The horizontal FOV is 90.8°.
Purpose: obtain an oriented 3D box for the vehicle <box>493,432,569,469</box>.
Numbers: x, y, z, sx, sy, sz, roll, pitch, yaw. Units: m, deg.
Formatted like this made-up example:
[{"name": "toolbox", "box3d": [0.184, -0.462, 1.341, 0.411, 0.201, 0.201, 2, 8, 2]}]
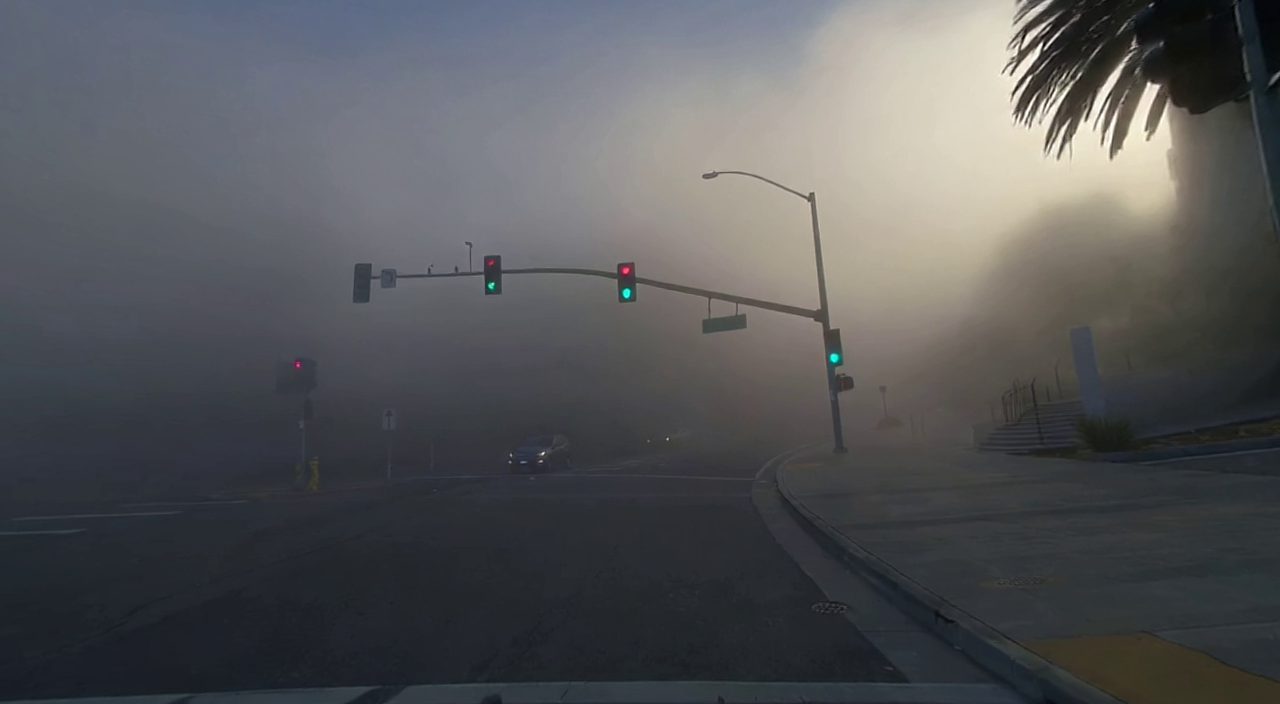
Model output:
[{"name": "vehicle", "box3d": [-5.675, 5.234, 33.624, 2.181, 1.792, 4.648, -3, -9, 16]}]
